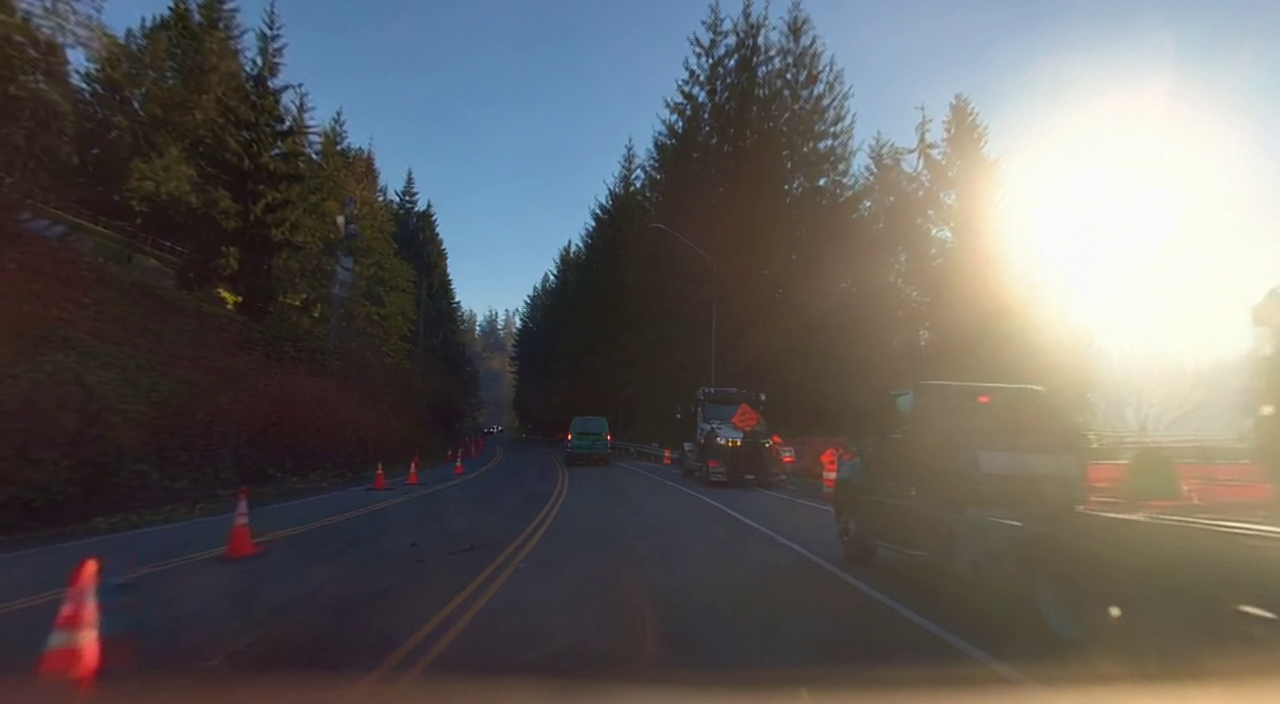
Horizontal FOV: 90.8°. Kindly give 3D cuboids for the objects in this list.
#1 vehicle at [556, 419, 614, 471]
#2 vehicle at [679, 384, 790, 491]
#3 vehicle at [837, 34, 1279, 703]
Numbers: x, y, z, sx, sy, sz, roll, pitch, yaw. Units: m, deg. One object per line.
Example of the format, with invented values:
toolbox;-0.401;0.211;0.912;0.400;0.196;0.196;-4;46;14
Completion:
vehicle;-2.721;4.427;30.033;2.362;2.223;4.892;2;-9;-9
vehicle;2.871;2.768;20.406;2.703;3.066;4.047;1;-8;-3
vehicle;4.560;0.544;5.331;3.126;3.310;8.534;0;-8;1
